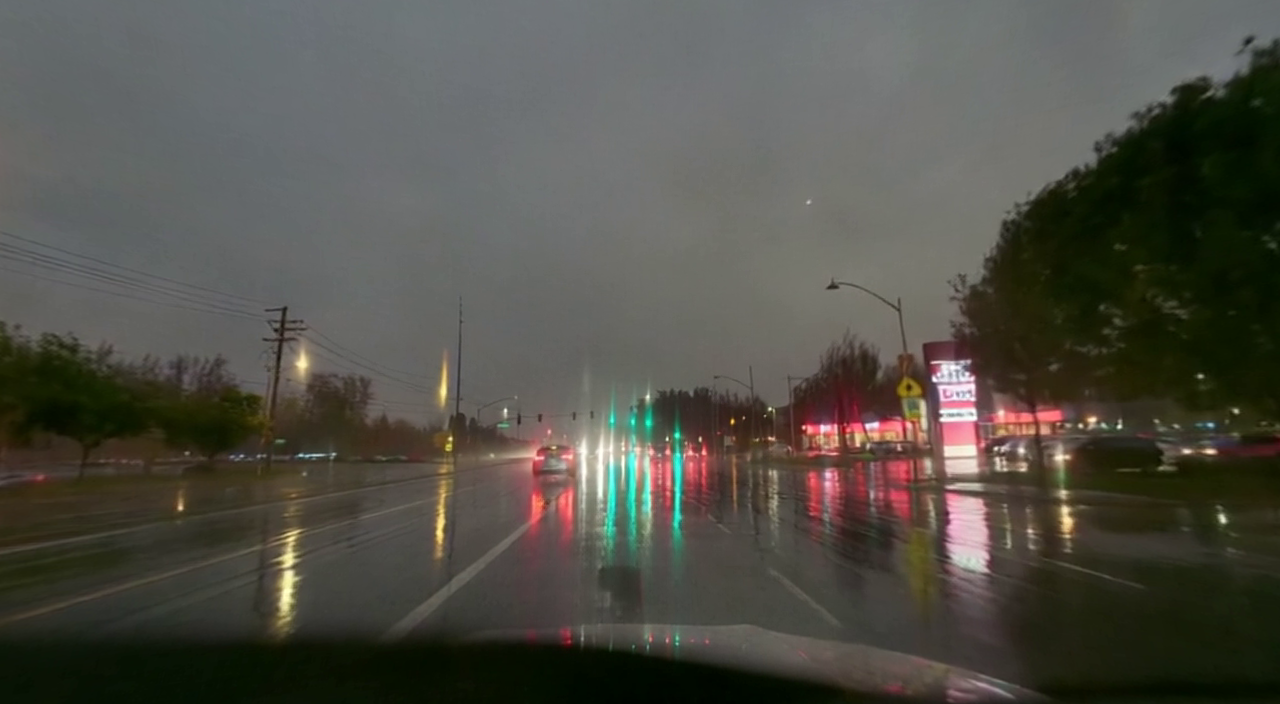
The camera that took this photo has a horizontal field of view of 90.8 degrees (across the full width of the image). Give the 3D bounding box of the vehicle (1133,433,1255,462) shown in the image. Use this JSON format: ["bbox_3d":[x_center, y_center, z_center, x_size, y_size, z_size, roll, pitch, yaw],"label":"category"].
[{"bbox_3d":[30.284,5.265,34.702,4.522,1.517,1.943,-4,-9,23],"label":"vehicle"}]

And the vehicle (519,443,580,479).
[{"bbox_3d":[-4.008,4.880,28.675,2.097,1.497,4.571,0,-8,0],"label":"vehicle"}]

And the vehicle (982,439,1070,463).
[{"bbox_3d":[24.718,6.360,40.645,4.554,1.470,2.020,-4,-9,24],"label":"vehicle"}]

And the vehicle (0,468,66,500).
[{"bbox_3d":[-43.919,9.386,45.138,1.924,1.972,4.181,0,-8,-3],"label":"vehicle"}]

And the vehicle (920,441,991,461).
[{"bbox_3d":[24.821,7.772,49.852,4.799,1.497,1.952,-4,-9,22],"label":"vehicle"}]
